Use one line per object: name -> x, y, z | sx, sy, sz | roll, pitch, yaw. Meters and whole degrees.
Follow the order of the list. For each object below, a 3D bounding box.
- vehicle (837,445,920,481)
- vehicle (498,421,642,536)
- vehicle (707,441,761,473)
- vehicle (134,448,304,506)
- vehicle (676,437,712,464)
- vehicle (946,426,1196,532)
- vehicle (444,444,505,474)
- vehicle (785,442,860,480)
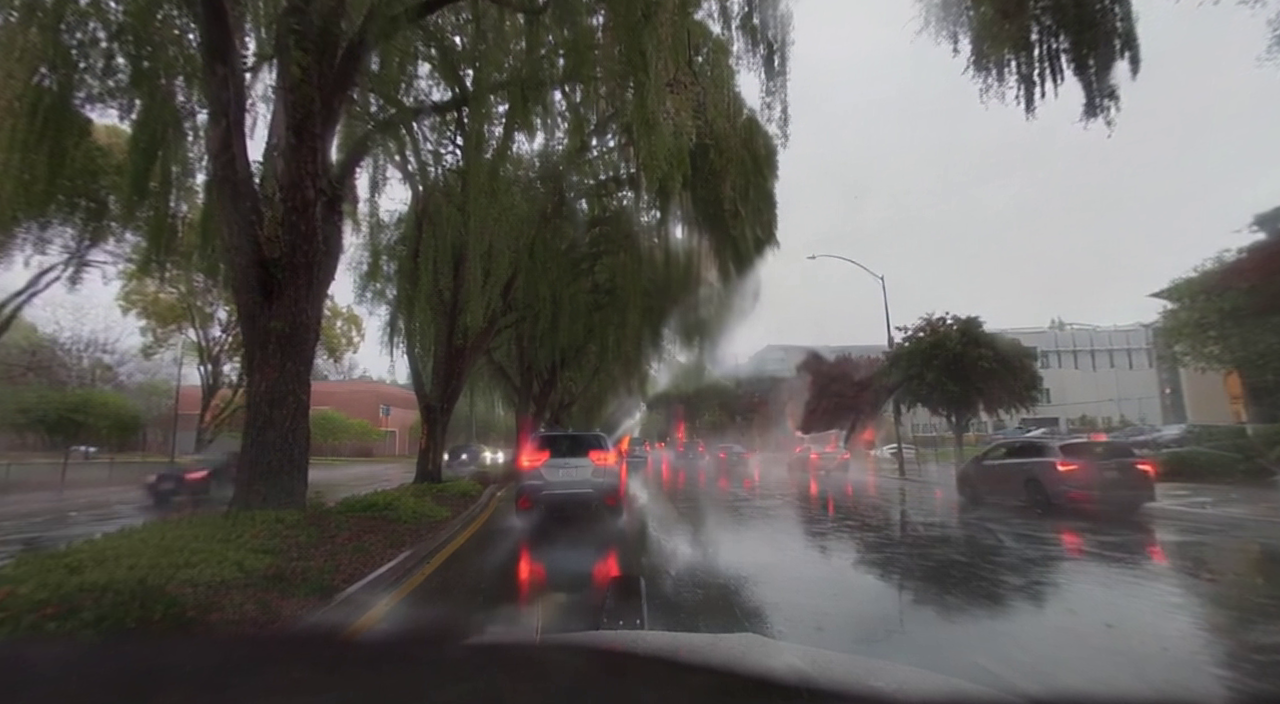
vehicle -> 10.598, 4.942, 28.509 | 1.894, 1.469, 4.775 | 0, -8, 0
vehicle -> -1.212, 2.139, 11.247 | 2.106, 1.655, 3.717 | 1, -8, -6
vehicle -> 4.683, 5.309, 32.241 | 2.175, 1.477, 4.520 | 0, -8, 2
vehicle -> -12.243, 3.612, 18.804 | 1.981, 1.463, 4.395 | 0, -8, 1
vehicle -> 3.844, 7.147, 45.989 | 2.114, 1.846, 4.659 | 0, -8, -1
vehicle -> 8.143, 2.408, 12.596 | 2.168, 1.709, 4.289 | -1, -8, 5
vehicle -> -8.569, 5.560, 33.084 | 1.966, 1.489, 4.099 | 0, -8, 1
vehicle -> 7.630, 4.586, 26.882 | 1.977, 1.485, 4.308 | 0, -8, 1
